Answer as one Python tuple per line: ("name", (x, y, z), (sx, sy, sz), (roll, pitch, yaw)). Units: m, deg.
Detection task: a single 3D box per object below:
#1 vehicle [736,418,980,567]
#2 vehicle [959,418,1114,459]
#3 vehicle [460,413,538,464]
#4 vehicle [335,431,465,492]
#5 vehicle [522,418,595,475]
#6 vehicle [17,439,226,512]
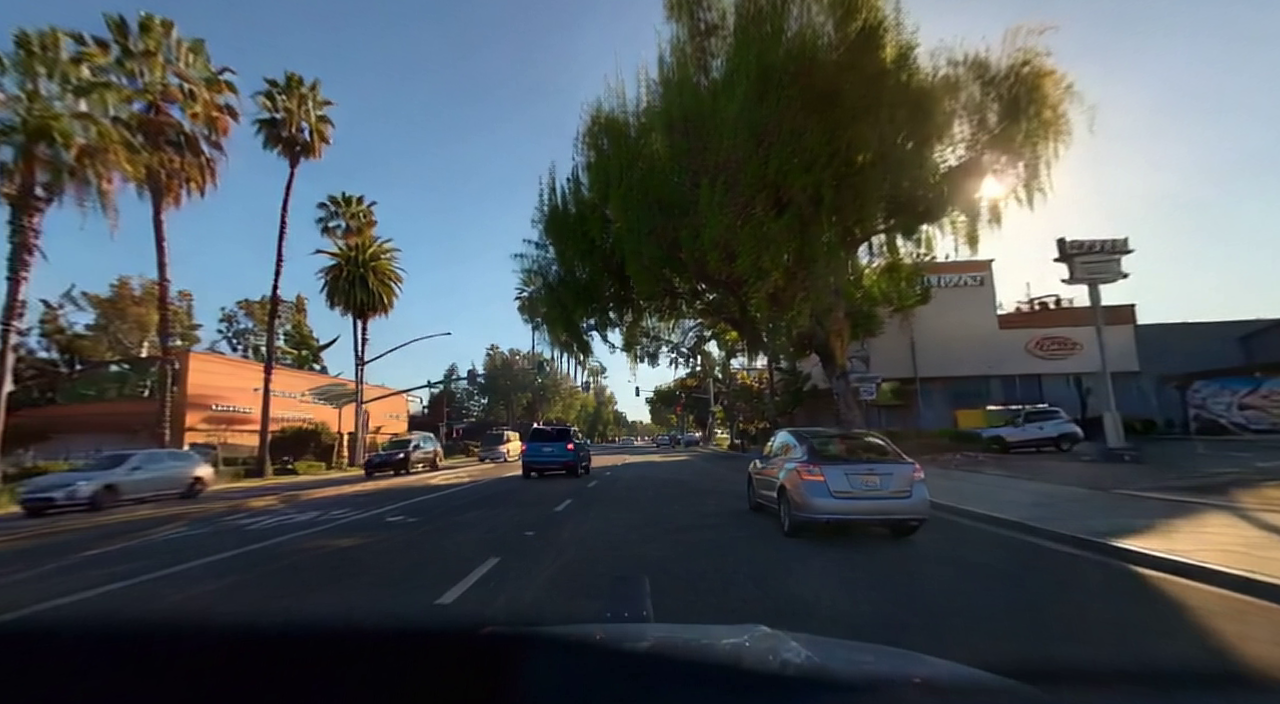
("vehicle", (2.529, 1.746, 8.626), (1.919, 1.472, 4.470), (-1, -8, 3))
("vehicle", (15.432, 3.449, 24.865), (4.680, 1.506, 2.017), (-2, -9, 14))
("vehicle", (-5.785, 3.656, 26.422), (2.157, 1.942, 4.210), (0, -9, 2))
("vehicle", (-6.487, 3.006, 17.603), (1.751, 1.445, 4.340), (0, -9, 2))
("vehicle", (-3.019, 3.681, 24.494), (2.152, 1.987, 4.527), (0, -8, 1))
("vehicle", (-14.264, 3.373, 17.793), (1.961, 1.757, 4.557), (0, -8, 0))
